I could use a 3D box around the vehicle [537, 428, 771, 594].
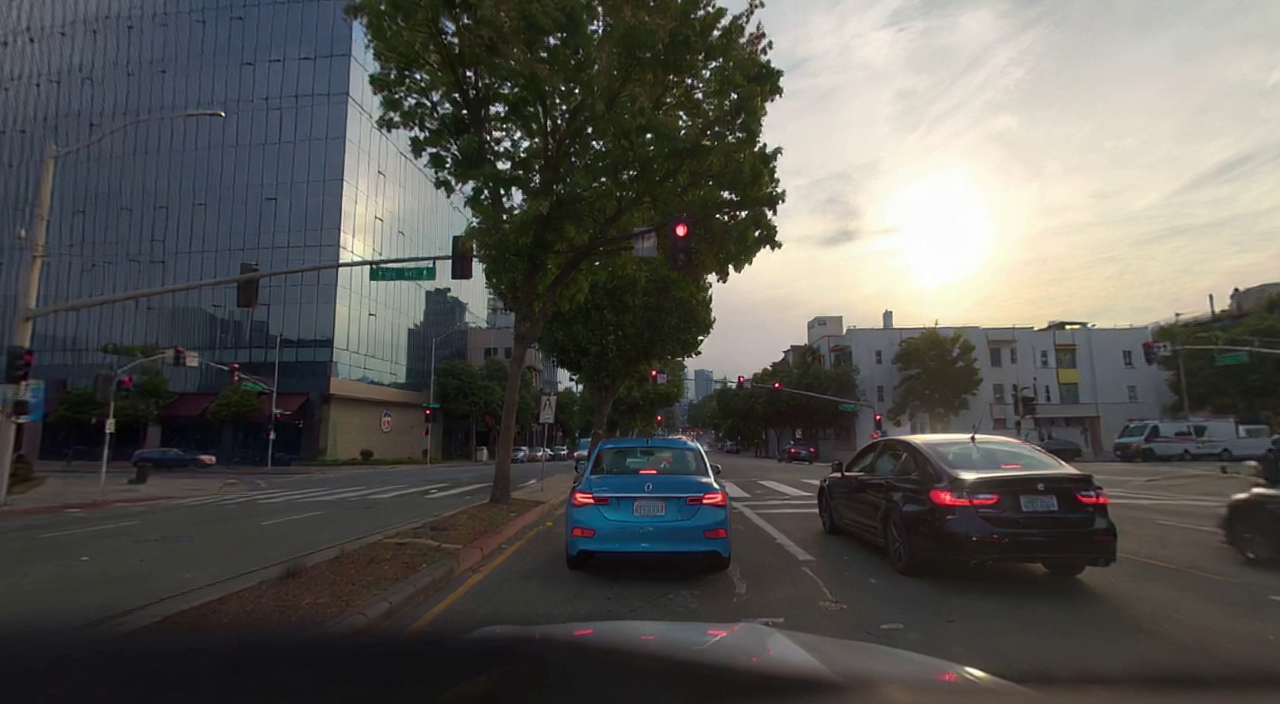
[{"bbox_3d":[0.094,1.733,7.730,2.087,1.468,4.014,0,-9,-1],"label":"vehicle"}]

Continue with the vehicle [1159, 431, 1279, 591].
[{"bbox_3d":[7.202,1.399,5.198,2.085,1.518,4.455,0,-9,1],"label":"vehicle"}]

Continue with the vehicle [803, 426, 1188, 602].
[{"bbox_3d":[3.644,1.738,7.741,2.018,1.491,4.544,0,-9,-1],"label":"vehicle"}]

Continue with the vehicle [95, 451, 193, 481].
[{"bbox_3d":[-26.663,6.127,34.039,3.657,1.528,1.783,1,-9,-3],"label":"vehicle"}]
